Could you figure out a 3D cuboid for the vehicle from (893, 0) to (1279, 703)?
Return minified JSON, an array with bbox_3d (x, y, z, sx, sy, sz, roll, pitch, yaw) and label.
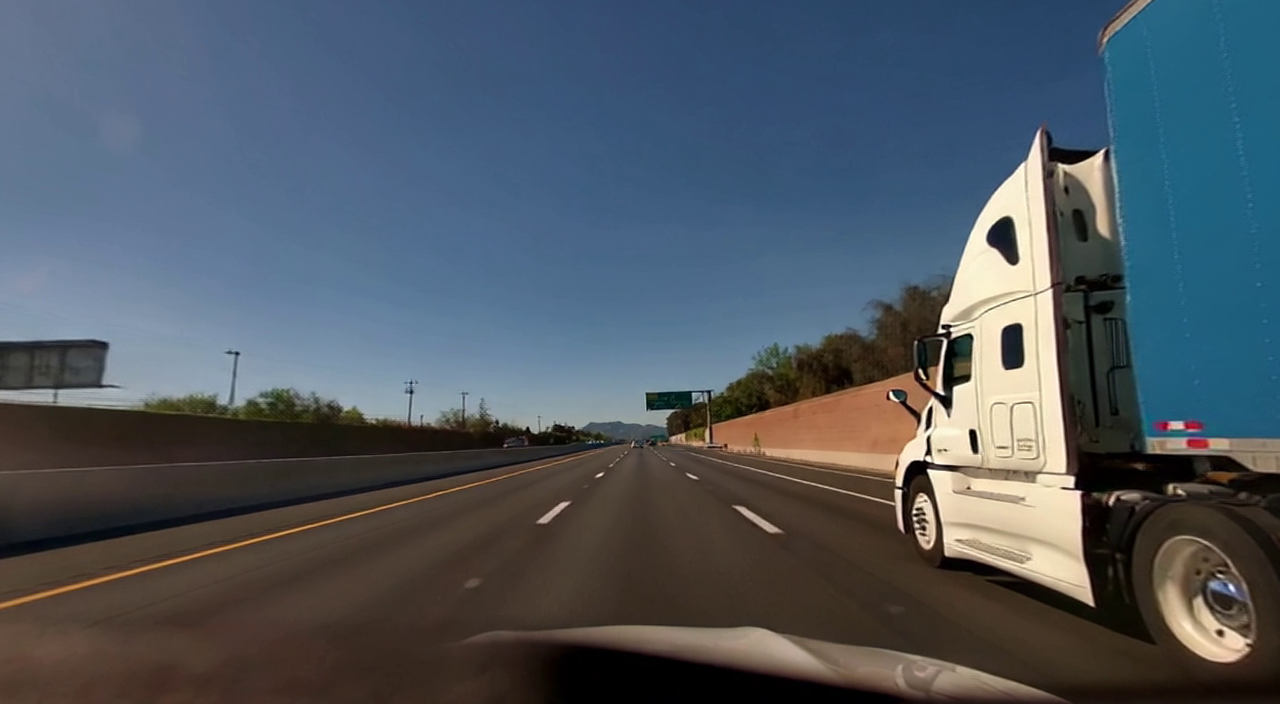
[{"bbox_3d":[4.081,-0.391,1.554,3.012,3.768,8.945,0,-8,-1],"label":"vehicle"}]
